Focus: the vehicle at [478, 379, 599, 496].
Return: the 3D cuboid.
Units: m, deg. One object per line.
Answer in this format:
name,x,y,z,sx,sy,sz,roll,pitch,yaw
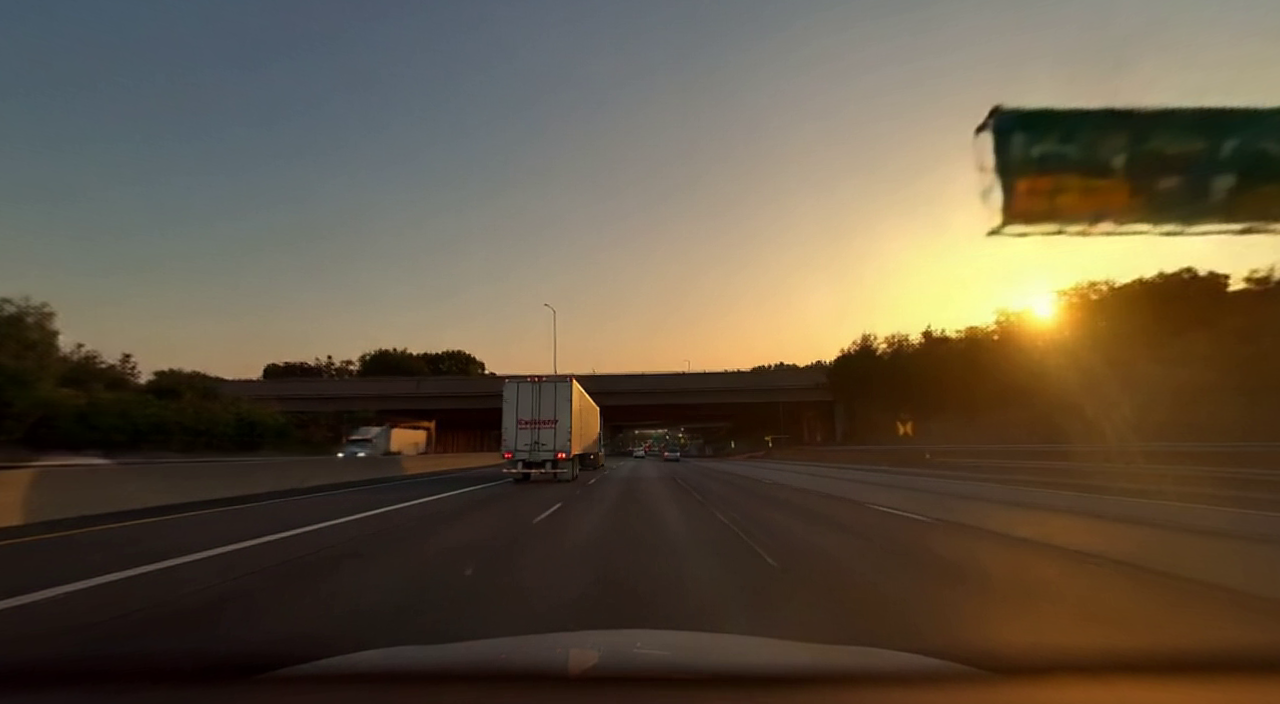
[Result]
vehicle,-3.274,3.172,22.913,2.922,3.458,8.360,0,-9,0
